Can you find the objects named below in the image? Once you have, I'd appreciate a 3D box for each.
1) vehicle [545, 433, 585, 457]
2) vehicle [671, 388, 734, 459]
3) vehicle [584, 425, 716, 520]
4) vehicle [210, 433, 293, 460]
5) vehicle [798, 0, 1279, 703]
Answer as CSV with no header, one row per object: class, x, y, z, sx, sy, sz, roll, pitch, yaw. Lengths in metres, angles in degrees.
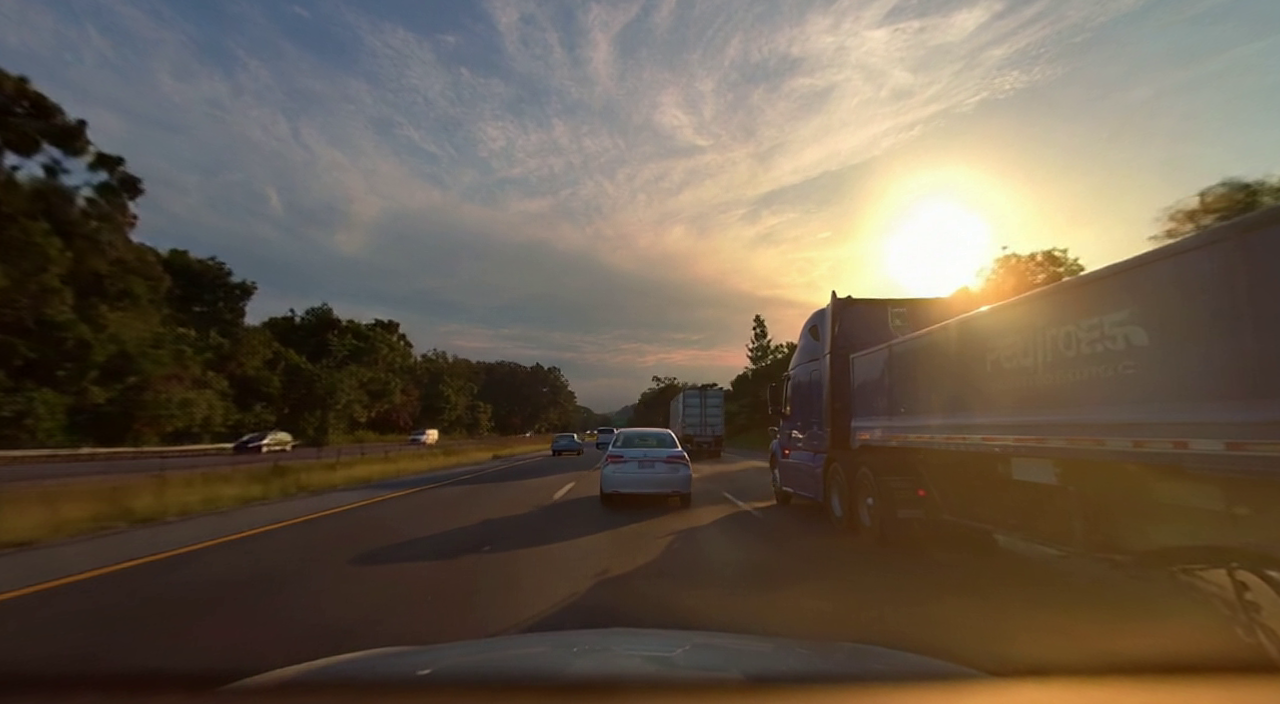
vehicle,-4.700,5.873,40.156,1.983,1.434,4.451,0,-8,0
vehicle,3.946,5.001,43.099,2.869,4.067,13.731,0,-8,0
vehicle,0.130,2.088,11.491,2.021,1.435,3.611,0,-8,-1
vehicle,-22.536,5.459,36.747,1.869,1.465,4.533,0,-8,2
vehicle,4.143,-0.207,3.550,2.816,4.070,14.136,0,-8,0
